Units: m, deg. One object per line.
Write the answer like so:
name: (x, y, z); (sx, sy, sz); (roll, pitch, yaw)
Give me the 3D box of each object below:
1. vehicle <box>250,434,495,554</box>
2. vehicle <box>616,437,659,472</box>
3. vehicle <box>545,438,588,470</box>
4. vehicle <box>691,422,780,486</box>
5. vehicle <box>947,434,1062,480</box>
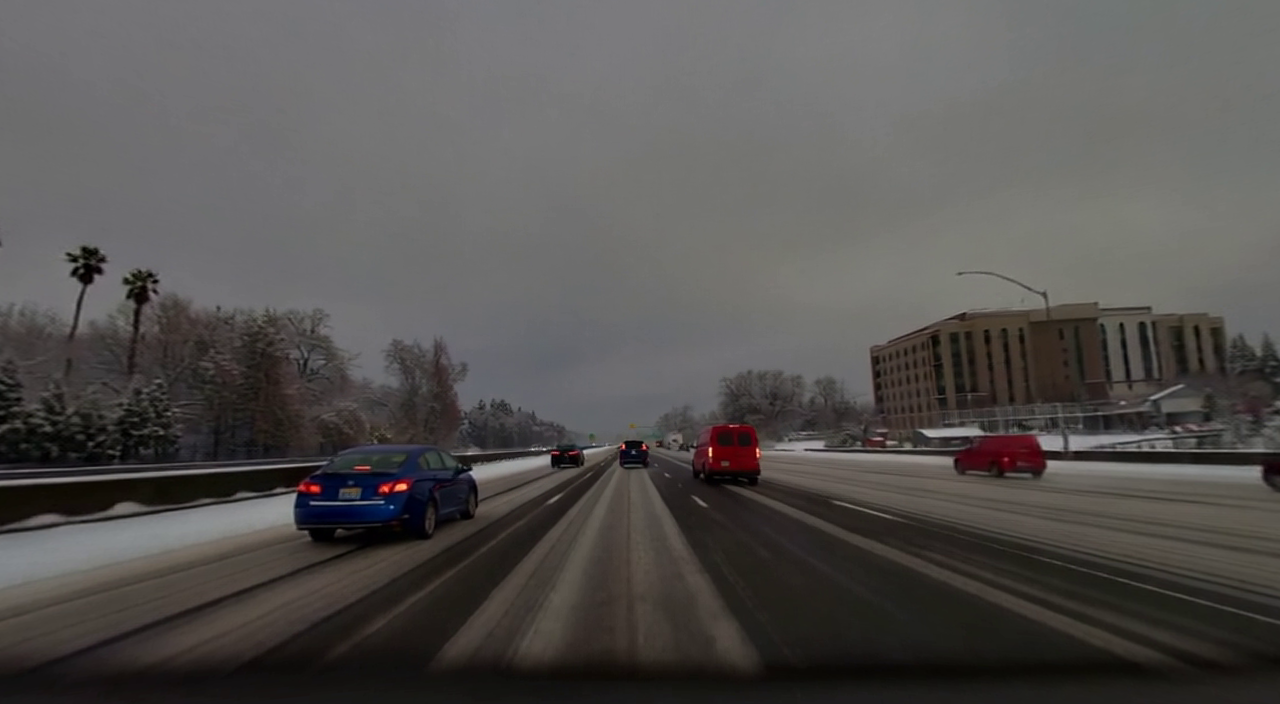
vehicle: (-3.840, 2.100, 10.095); (1.991, 1.469, 4.381); (0, -9, 0)
vehicle: (-0.177, 5.552, 34.276); (2.212, 1.786, 4.198); (0, -9, -1)
vehicle: (-4.497, 6.308, 39.184); (2.109, 1.793, 4.613); (0, -9, 0)
vehicle: (3.377, 3.799, 23.770); (2.250, 2.074, 5.723); (0, -9, -2)
vehicle: (15.089, 4.382, 26.520); (2.010, 1.721, 4.871); (0, -9, 2)
